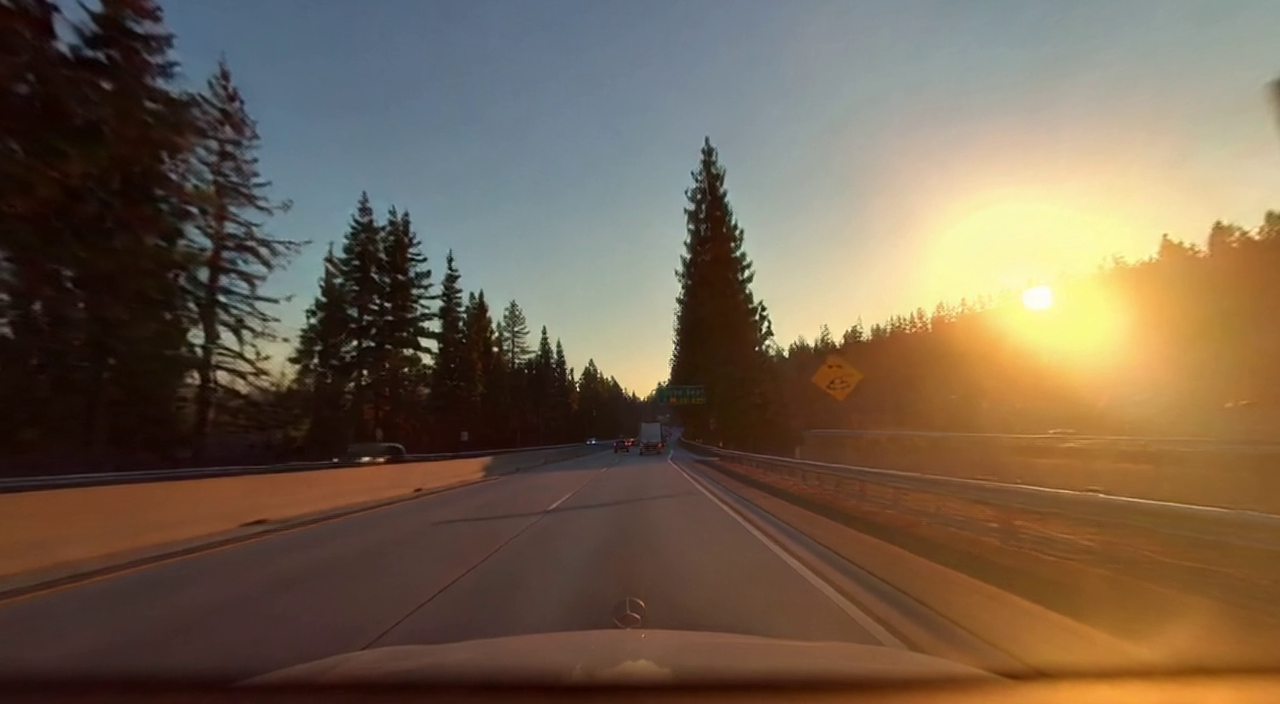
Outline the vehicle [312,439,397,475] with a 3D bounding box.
[{"bbox_3d":[-13.915,5.130,31.043,2.090,1.639,4.451,0,-8,0],"label":"vehicle"}]
